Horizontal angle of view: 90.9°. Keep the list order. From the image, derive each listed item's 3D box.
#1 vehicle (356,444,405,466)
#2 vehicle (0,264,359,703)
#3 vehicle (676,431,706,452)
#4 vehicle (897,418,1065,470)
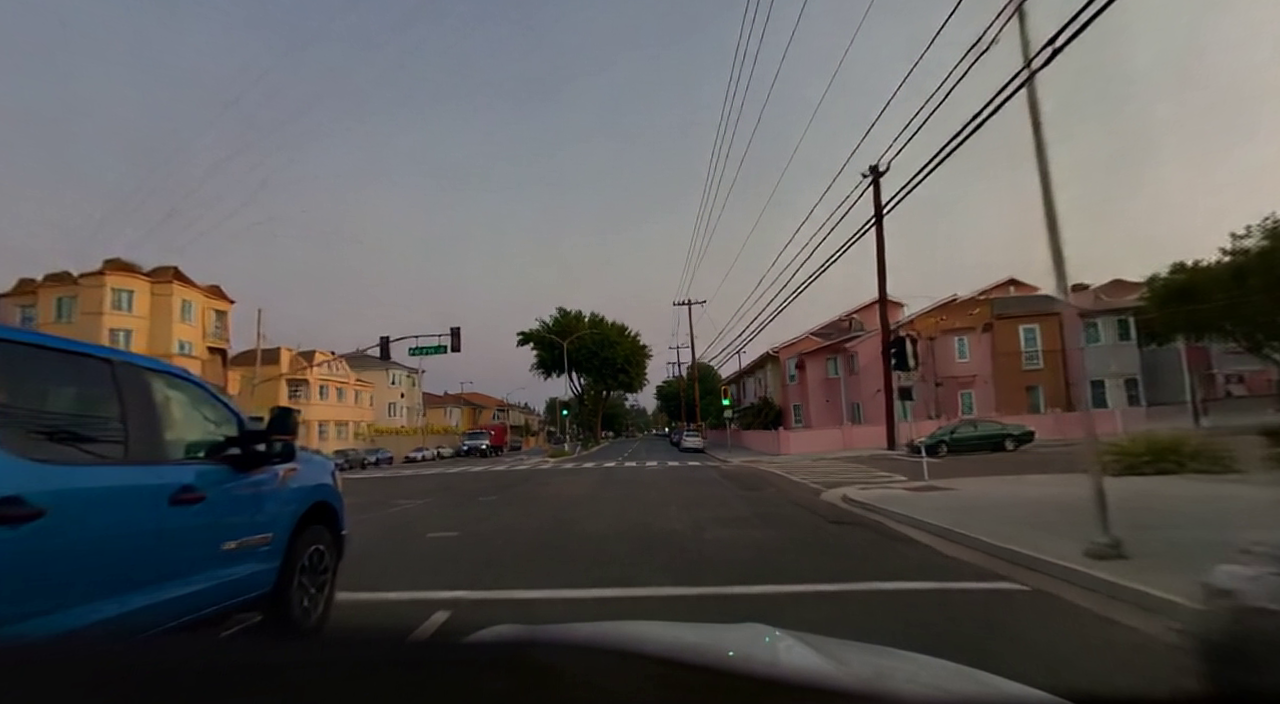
[{"bbox_3d":[-18.466,7.330,44.971,1.672,1.428,4.062,-1,-9,1],"label":"vehicle"},{"bbox_3d":[-3.028,0.631,1.439,2.242,1.890,5.306,0,-9,1],"label":"vehicle"},{"bbox_3d":[3.843,6.810,47.832,1.986,1.491,4.500,0,-9,1],"label":"vehicle"},{"bbox_3d":[12.250,3.309,22.926,4.816,1.501,2.296,-2,-1,2],"label":"vehicle"}]
